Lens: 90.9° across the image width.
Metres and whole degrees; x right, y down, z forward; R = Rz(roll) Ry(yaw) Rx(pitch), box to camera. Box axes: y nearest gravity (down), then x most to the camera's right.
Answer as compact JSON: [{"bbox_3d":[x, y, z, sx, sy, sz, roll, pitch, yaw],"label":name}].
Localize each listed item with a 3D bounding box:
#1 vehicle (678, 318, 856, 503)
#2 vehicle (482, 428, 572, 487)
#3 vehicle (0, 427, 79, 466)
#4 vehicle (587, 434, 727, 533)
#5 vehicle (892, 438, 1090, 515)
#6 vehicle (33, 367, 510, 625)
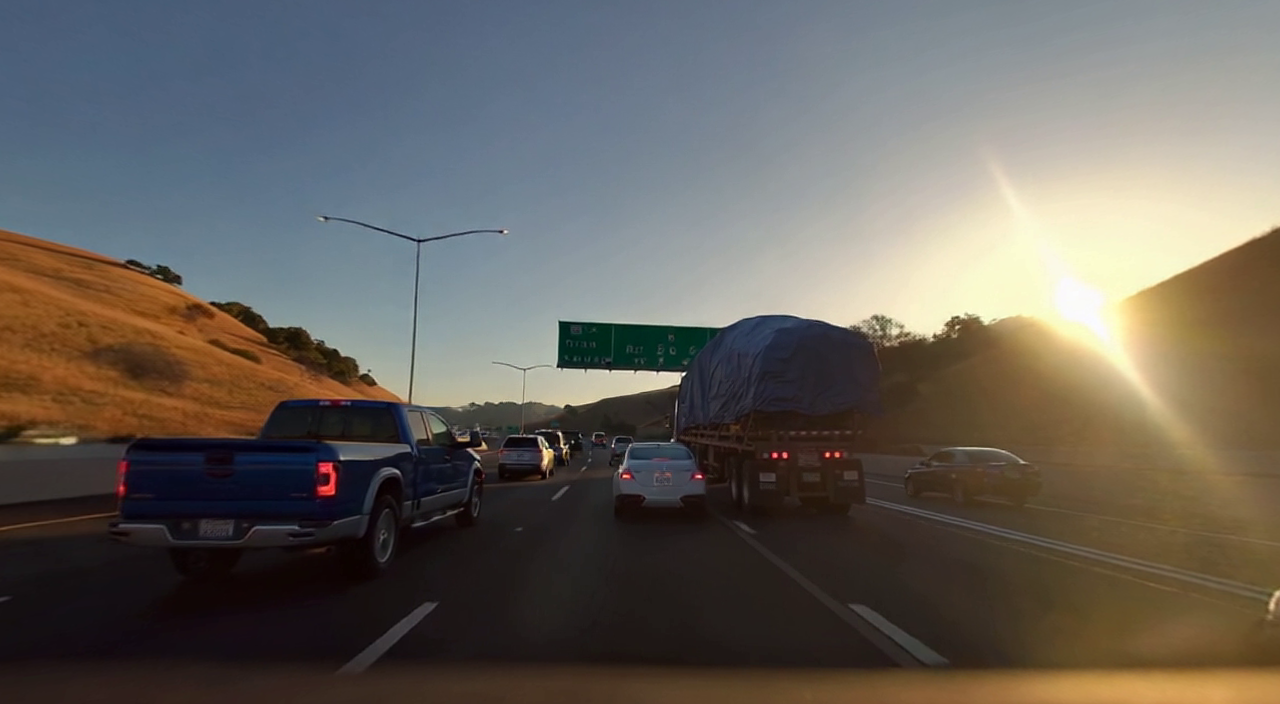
[{"bbox_3d":[3.122,2.051,19.464,2.759,4.098,10.906,0,-8,-2],"label":"vehicle"},{"bbox_3d":[-3.788,3.636,22.166,2.348,1.821,5.061,0,-8,-1],"label":"vehicle"},{"bbox_3d":[-25.985,3.874,25.821,2.028,1.489,4.510,0,-8,-3],"label":"vehicle"},{"bbox_3d":[0.199,2.271,11.558,2.105,1.471,3.978,0,-8,-2],"label":"vehicle"},{"bbox_3d":[7.755,2.764,14.556,2.092,1.495,4.194,0,-8,-1],"label":"vehicle"},{"bbox_3d":[-3.286,1.444,7.424,2.318,1.902,5.374,0,-8,1],"label":"vehicle"}]
